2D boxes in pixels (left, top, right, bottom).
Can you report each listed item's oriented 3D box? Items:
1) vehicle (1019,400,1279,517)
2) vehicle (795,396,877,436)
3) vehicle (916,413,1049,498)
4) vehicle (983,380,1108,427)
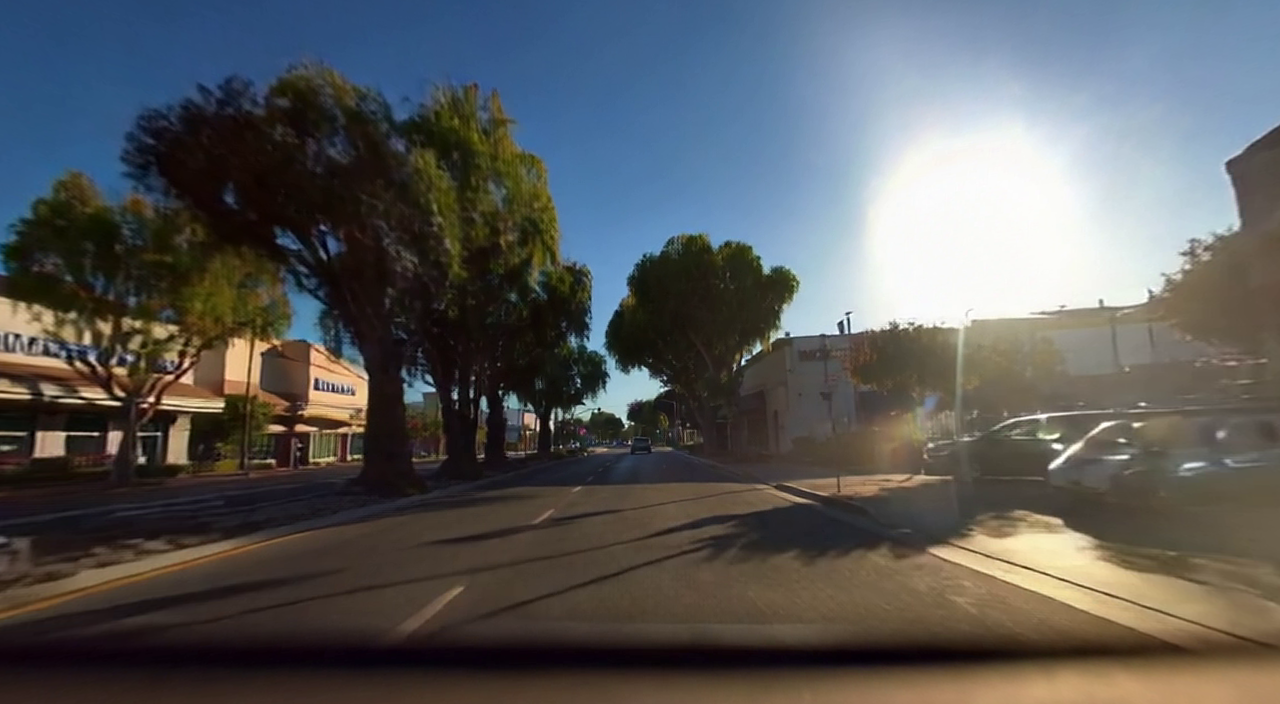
[{"bbox_3d":[9.447,2.020,11.956,1.655,1.820,3.969,0,-10,-5],"label":"vehicle"},{"bbox_3d":[11.683,3.864,37.231,5.186,2.000,2.226,9,-13,-41],"label":"vehicle"},{"bbox_3d":[9.468,3.099,17.853,1.917,1.876,4.629,-6,-15,12],"label":"vehicle"},{"bbox_3d":[22.370,2.922,34.803,5.257,1.921,2.104,-13,-15,42],"label":"vehicle"}]
